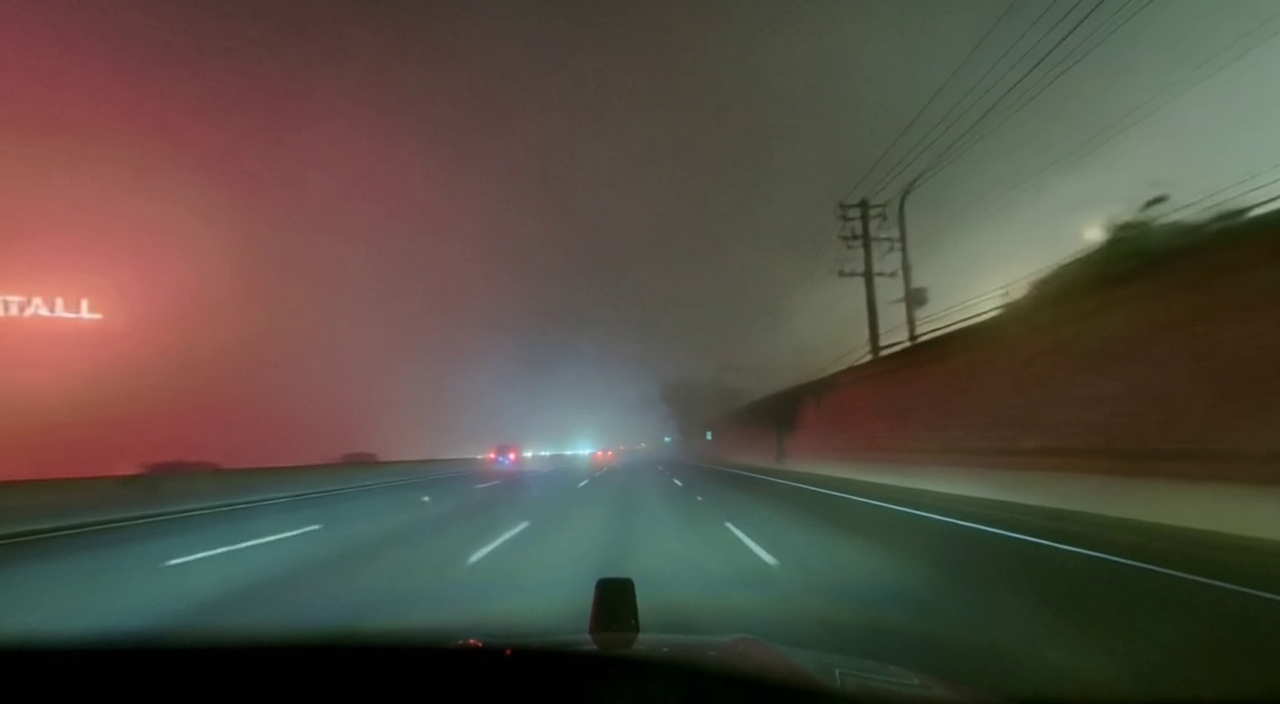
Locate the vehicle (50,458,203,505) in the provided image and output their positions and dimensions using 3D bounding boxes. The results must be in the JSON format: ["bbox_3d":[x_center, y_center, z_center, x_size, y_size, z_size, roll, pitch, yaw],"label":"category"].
[{"bbox_3d":[-18.778,4.710,23.438,1.905,1.462,4.471,0,-9,0],"label":"vehicle"}]

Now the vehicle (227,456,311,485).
[{"bbox_3d":[-22.074,7.022,37.850,1.954,1.514,4.983,0,-9,0],"label":"vehicle"}]

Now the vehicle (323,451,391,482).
[{"bbox_3d":[-14.907,6.023,33.464,1.759,1.469,3.876,0,-9,0],"label":"vehicle"}]

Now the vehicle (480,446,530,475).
[{"bbox_3d":[-7.756,6.253,36.588,2.013,1.574,3.923,0,-9,0],"label":"vehicle"}]
